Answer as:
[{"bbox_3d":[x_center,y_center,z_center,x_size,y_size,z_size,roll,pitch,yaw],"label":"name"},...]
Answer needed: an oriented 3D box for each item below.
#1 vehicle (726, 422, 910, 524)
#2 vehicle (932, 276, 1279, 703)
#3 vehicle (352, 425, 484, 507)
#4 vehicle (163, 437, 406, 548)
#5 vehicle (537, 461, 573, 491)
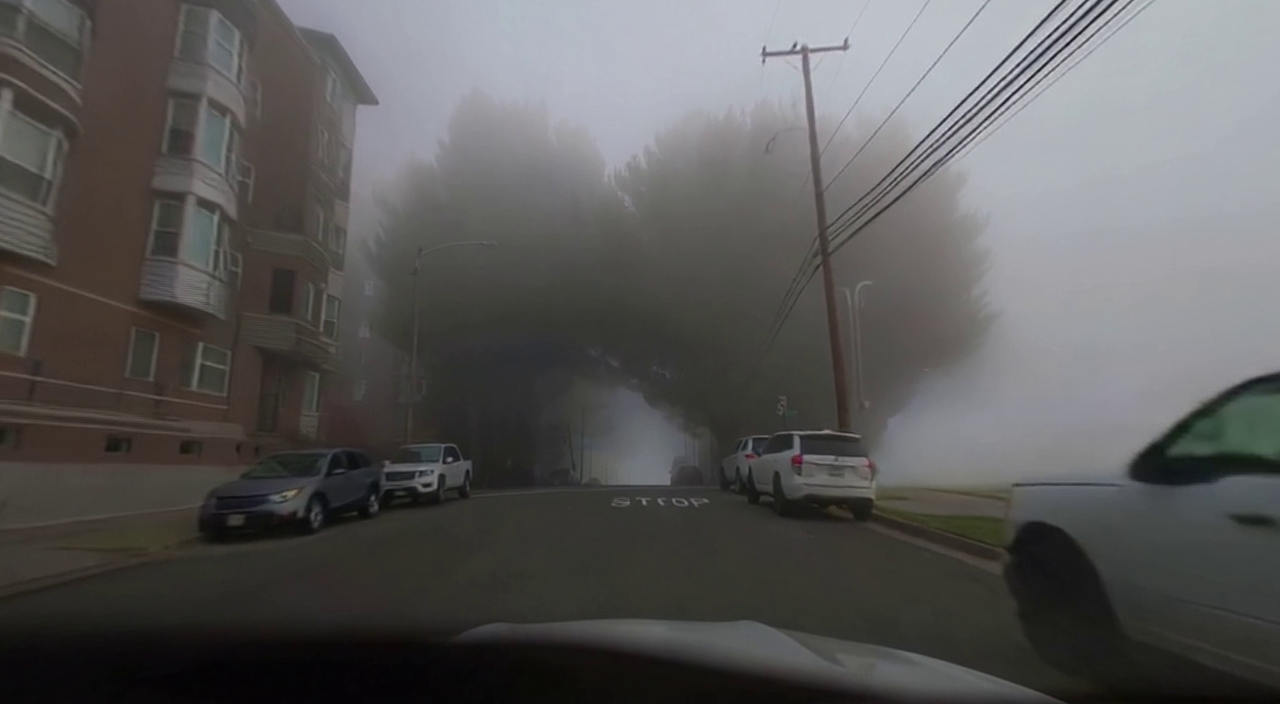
[{"bbox_3d":[3.330,2.377,13.000,2.154,1.699,4.591,0,-9,-4],"label":"vehicle"},{"bbox_3d":[3.306,0.658,2.021,2.082,1.902,5.122,0,-9,-3],"label":"vehicle"},{"bbox_3d":[-6.115,3.304,18.188,2.076,1.913,5.060,-3,-11,-1],"label":"vehicle"},{"bbox_3d":[-6.310,2.499,11.998,2.069,1.647,4.359,-1,-8,0],"label":"vehicle"},{"bbox_3d":[-5.911,8.635,44.363,1.987,1.662,4.141,-2,-7,-1],"label":"vehicle"}]
